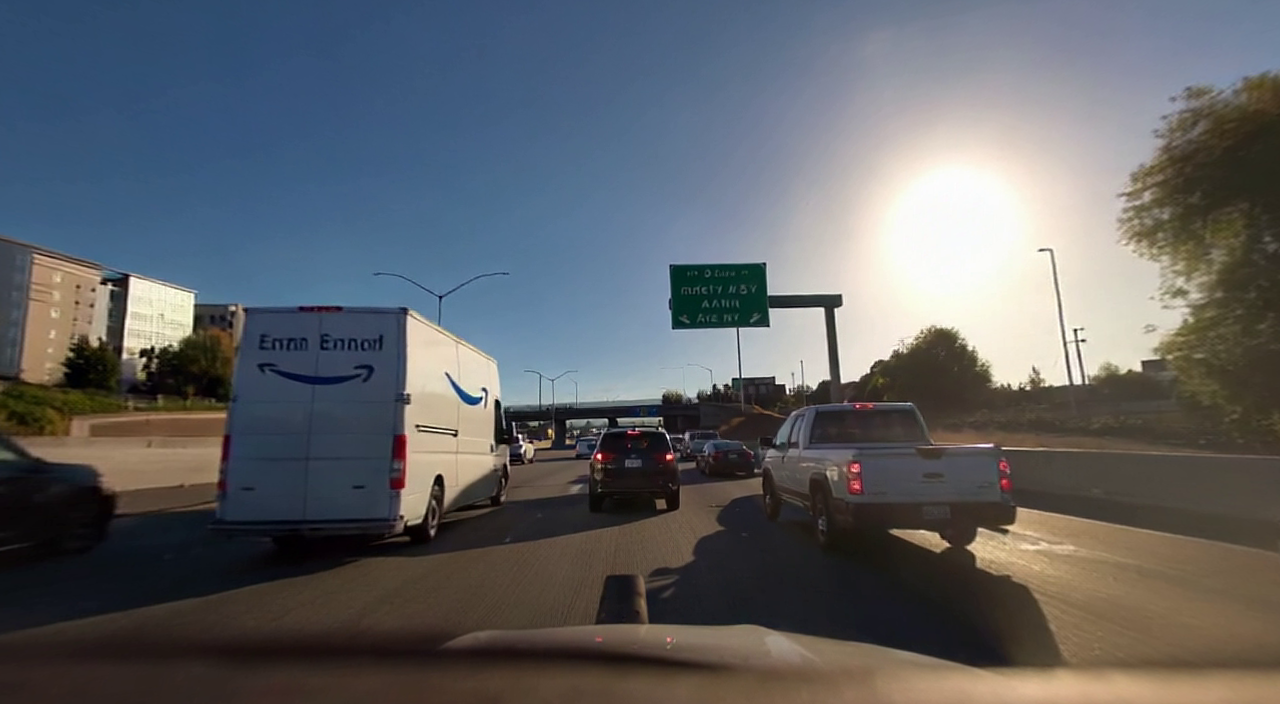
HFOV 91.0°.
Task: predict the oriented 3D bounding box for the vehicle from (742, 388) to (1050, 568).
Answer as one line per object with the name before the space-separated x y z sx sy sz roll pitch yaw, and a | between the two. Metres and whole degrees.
vehicle | 3.148 1.721 9.339 2.341 1.890 5.144 1 -8 -1

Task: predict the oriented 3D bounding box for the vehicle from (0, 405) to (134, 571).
vehicle | -7.182 1.183 5.253 2.031 1.583 4.646 0 -8 0

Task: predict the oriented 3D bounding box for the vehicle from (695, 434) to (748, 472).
vehicle | 3.948 4.953 31.106 2.064 1.720 4.416 0 -8 0

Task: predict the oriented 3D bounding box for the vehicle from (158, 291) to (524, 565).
vehicle | -3.675 1.240 9.872 2.415 2.821 6.636 0 -8 0

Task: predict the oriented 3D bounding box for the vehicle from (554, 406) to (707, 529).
vehicle | -0.138 2.056 11.683 2.287 1.823 4.369 0 -8 0
